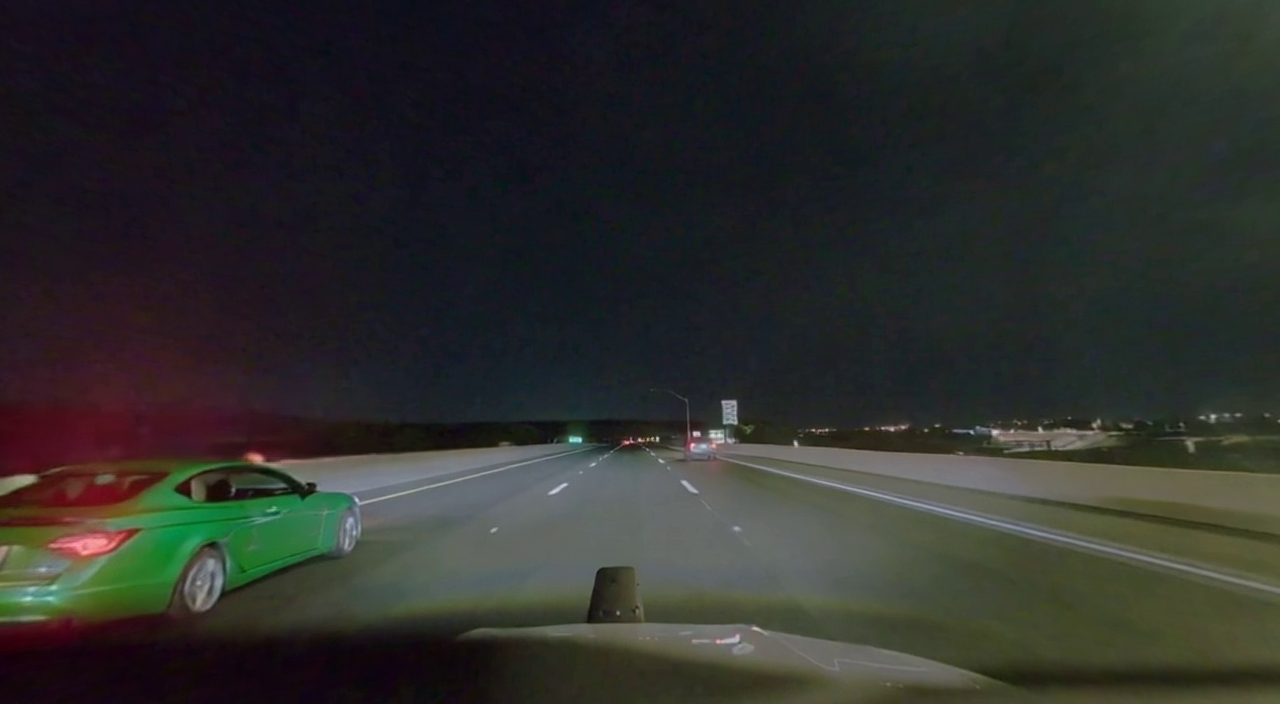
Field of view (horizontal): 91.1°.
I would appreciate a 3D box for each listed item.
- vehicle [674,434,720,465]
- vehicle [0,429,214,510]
[{"bbox_3d":[2.815,4.918,31.940,1.946,1.481,3.969,0,-8,-1],"label":"vehicle"},{"bbox_3d":[-12.292,2.578,14.421,1.949,1.556,4.350,0,-8,0],"label":"vehicle"}]
